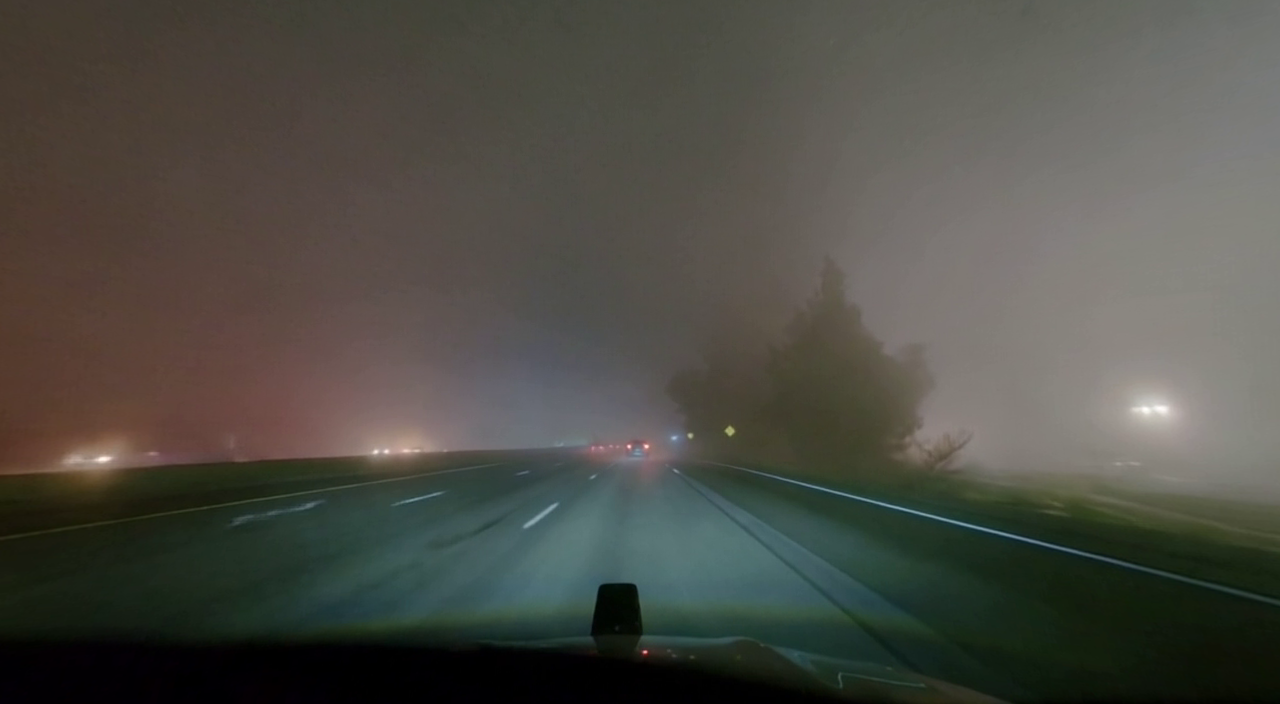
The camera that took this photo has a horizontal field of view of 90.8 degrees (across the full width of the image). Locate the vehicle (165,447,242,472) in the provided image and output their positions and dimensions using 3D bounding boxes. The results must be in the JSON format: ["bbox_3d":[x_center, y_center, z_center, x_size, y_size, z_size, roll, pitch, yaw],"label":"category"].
[{"bbox_3d":[-28.578,7.016,41.544,1.821,1.487,4.522,0,-8,0],"label":"vehicle"}]

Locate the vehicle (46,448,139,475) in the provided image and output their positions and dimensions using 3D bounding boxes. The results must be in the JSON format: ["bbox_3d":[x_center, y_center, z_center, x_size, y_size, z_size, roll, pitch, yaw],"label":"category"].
[{"bbox_3d":[-35.871,7.173,41.521,1.915,1.595,4.665,0,-8,0],"label":"vehicle"}]

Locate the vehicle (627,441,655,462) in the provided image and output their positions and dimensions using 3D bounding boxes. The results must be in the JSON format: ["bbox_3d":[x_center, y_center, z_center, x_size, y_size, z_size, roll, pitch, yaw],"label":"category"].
[{"bbox_3d":[0.018,7.508,47.916,2.021,1.528,4.154,0,-8,-1],"label":"vehicle"}]
